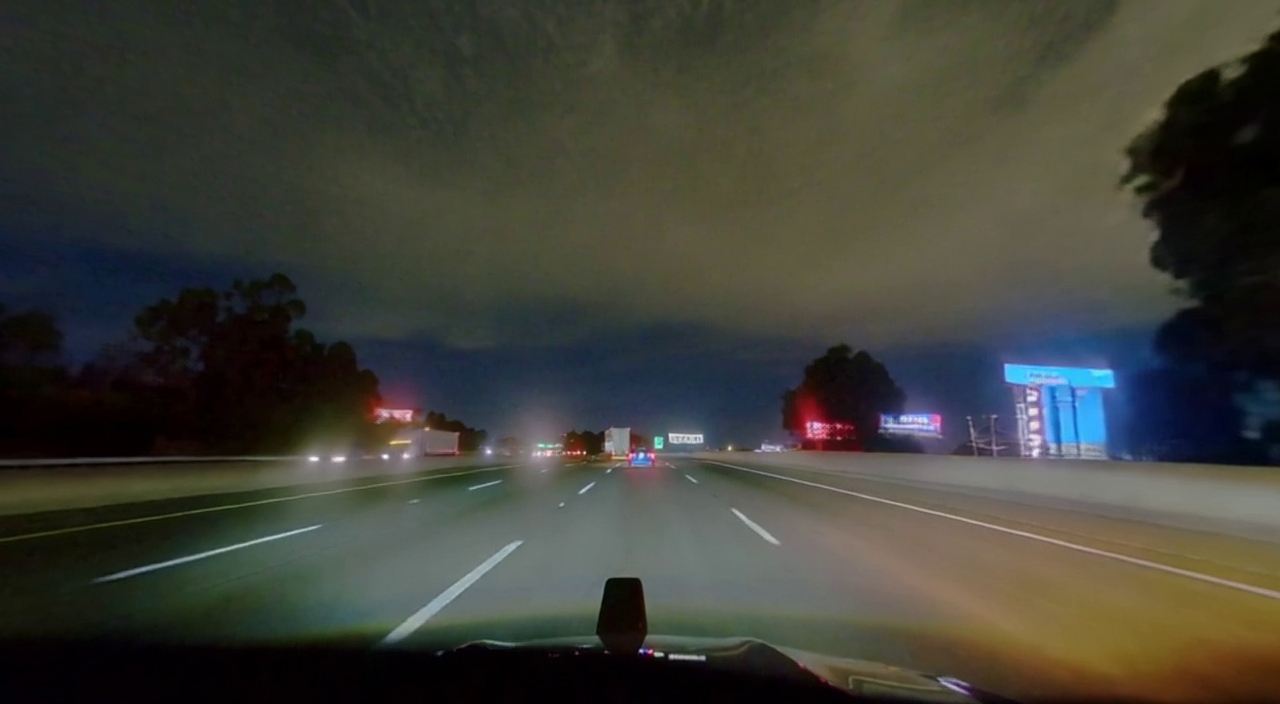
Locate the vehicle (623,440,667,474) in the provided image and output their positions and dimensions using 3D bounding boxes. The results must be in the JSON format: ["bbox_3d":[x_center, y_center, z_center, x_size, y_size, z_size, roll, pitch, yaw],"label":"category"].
[{"bbox_3d":[0.178,5.131,30.998,2.042,1.528,4.300,0,-8,-1],"label":"vehicle"}]

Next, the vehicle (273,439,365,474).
[{"bbox_3d":[-17.731,5.776,35.247,2.156,1.764,5.763,0,-8,0],"label":"vehicle"}]
